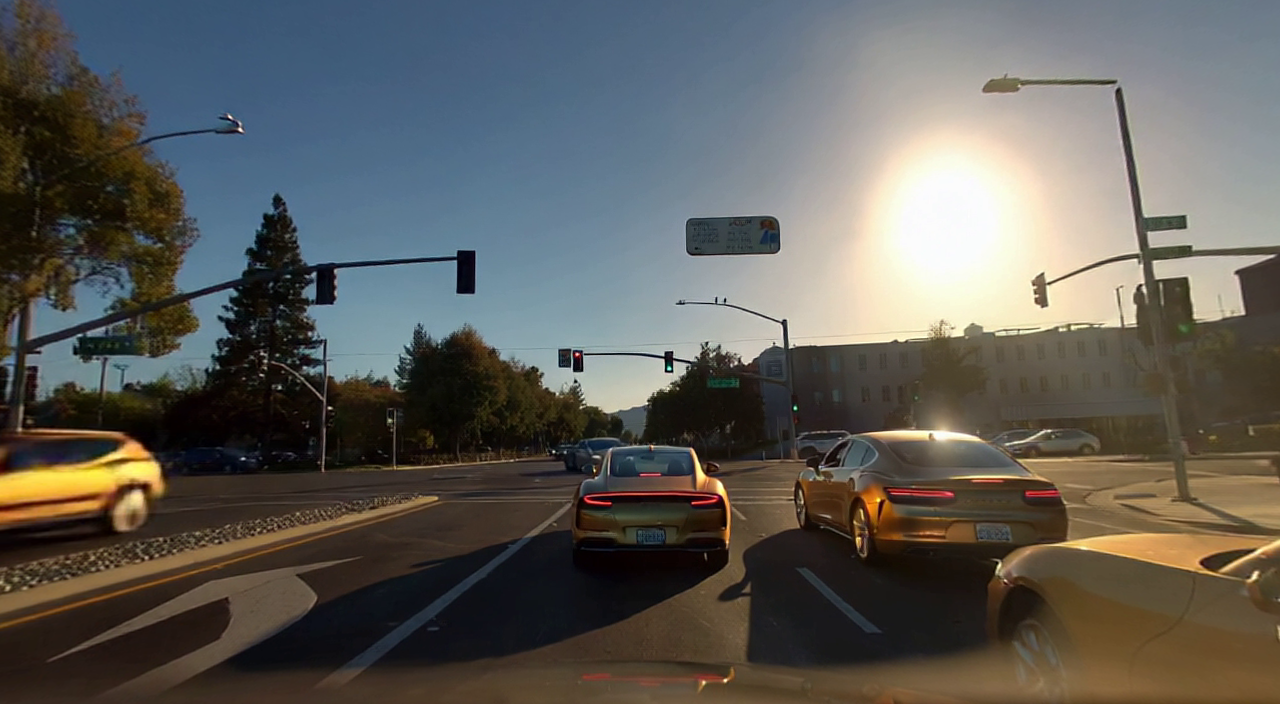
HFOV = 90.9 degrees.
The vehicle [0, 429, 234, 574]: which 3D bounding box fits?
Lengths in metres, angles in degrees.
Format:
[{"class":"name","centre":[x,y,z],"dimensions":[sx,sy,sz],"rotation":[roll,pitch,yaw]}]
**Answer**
[{"class":"vehicle","centre":[-8.382,1.958,8.818],"dimensions":[2.091,1.651,4.870],"rotation":[0,-8,1]}]

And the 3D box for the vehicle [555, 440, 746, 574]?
[{"class":"vehicle","centre":[0.120,1.872,8.390],"dimensions":[1.945,1.343,3.827],"rotation":[0,-8,1]}]

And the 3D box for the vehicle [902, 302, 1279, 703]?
[{"class":"vehicle","centre":[3.102,0.808,2.530],"dimensions":[2.143,1.759,4.531],"rotation":[0,-8,0]}]
